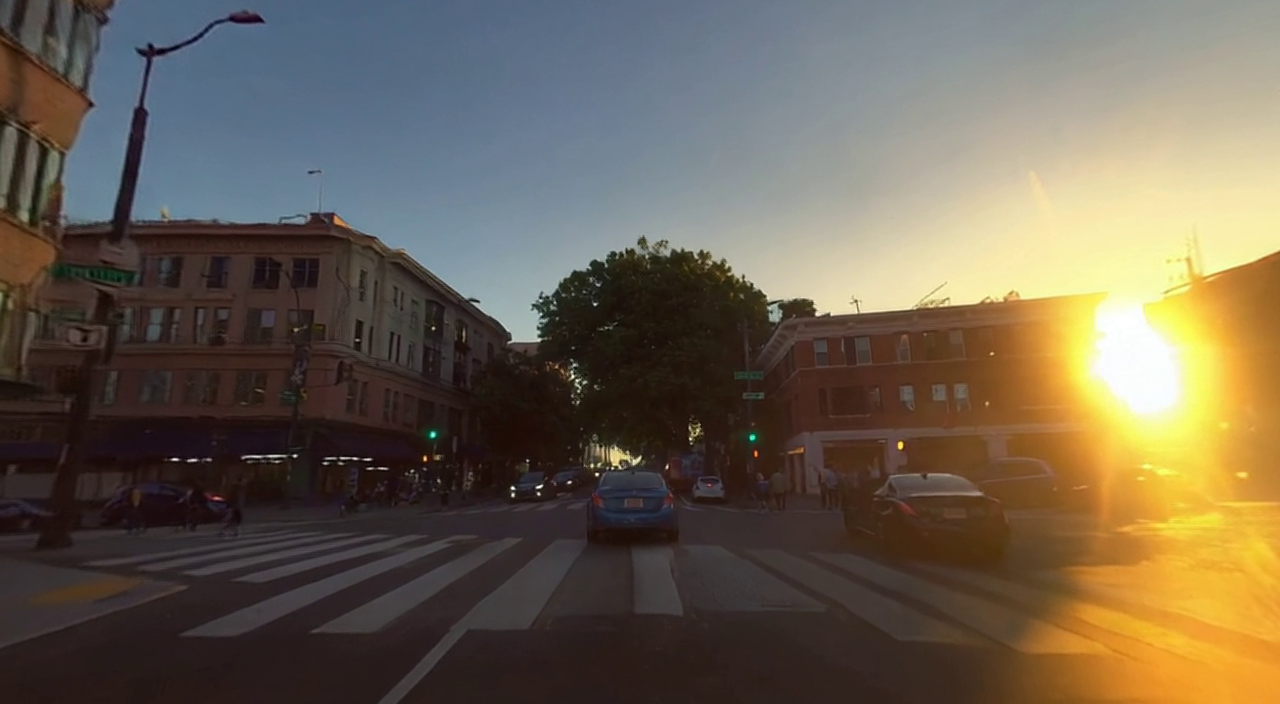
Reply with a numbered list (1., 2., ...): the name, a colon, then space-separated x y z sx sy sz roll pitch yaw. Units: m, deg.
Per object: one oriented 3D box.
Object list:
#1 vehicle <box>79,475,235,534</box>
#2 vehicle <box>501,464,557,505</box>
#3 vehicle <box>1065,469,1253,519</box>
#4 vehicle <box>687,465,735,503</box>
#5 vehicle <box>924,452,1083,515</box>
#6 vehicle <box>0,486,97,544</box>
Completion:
1. vehicle: -19.495 6.148 25.601 4.750 2.083 2.002 -2 -8 3
2. vehicle: -6.021 7.232 34.812 2.226 1.896 4.438 -1 -8 1
3. vehicle: 20.805 5.701 25.515 5.345 1.747 2.410 -1 -8 2
4. vehicle: 3.802 7.171 34.552 1.908 1.741 4.066 -1 -8 -3
5. vehicle: 14.685 5.314 25.716 4.974 2.266 2.324 -1 -8 -1
6. vehicle: -25.358 6.593 25.616 4.588 2.048 2.110 -1 -8 1
